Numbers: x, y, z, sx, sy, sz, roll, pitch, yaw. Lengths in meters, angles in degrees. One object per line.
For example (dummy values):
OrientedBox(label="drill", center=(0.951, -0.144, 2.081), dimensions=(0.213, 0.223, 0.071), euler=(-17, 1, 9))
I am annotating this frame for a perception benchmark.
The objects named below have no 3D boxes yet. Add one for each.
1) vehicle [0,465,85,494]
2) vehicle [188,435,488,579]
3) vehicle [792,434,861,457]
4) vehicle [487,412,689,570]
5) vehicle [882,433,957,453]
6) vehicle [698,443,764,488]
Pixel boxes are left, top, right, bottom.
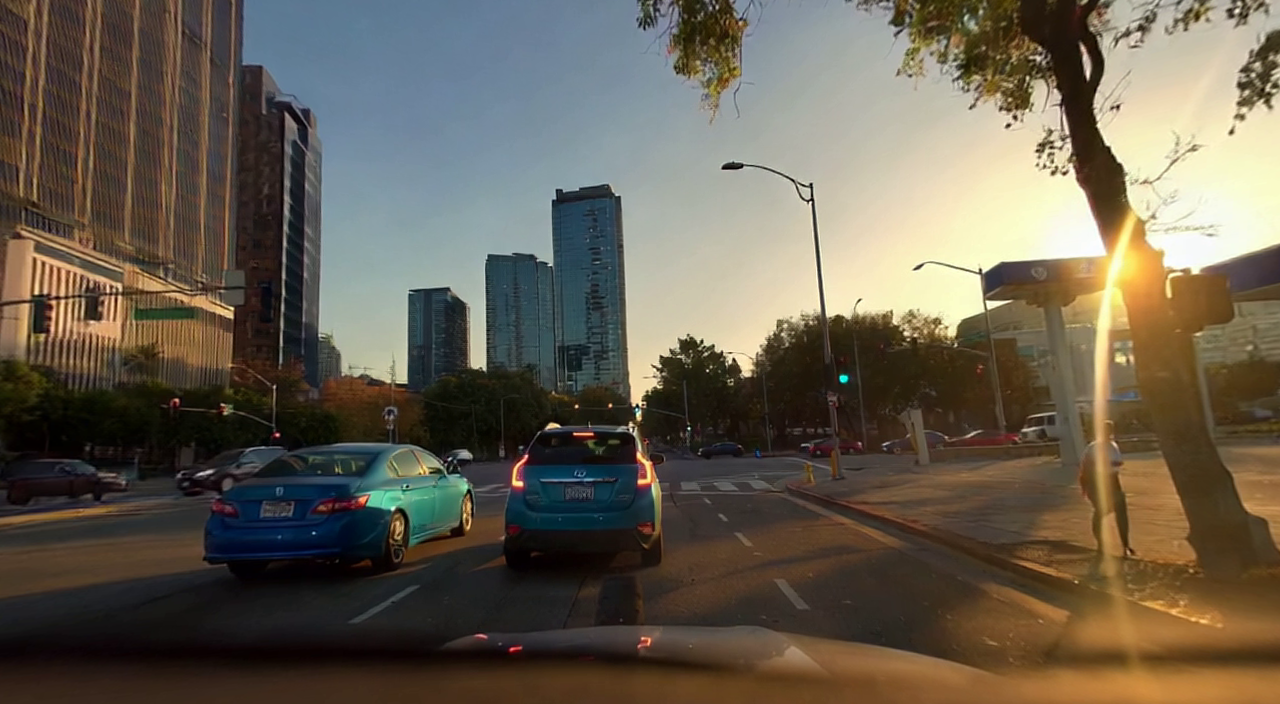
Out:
OrientedBox(label="vehicle", center=(-38.017, 8.003, 39.773), dimensions=(4.371, 1.700, 1.920), euler=(-1, -8, 3))
OrientedBox(label="vehicle", center=(-3.714, 1.953, 8.864), dimensions=(2.003, 1.492, 4.291), euler=(0, -8, 1))
OrientedBox(label="vehicle", center=(13.888, 6.988, 47.278), dimensions=(4.524, 1.681, 1.823), euler=(0, -8, 0))
OrientedBox(label="vehicle", center=(-0.590, 1.841, 9.139), dimensions=(2.210, 1.722, 4.215), euler=(0, -8, 0))
OrientedBox(label="vehicle", center=(20.725, 6.758, 46.991), dimensions=(4.700, 1.417, 1.789), euler=(0, -8, 1))
OrientedBox(label="vehicle", center=(3.214, 4.069, 23.099), dimensions=(1.976, 1.462, 4.342), euler=(-1, -8, 3))
